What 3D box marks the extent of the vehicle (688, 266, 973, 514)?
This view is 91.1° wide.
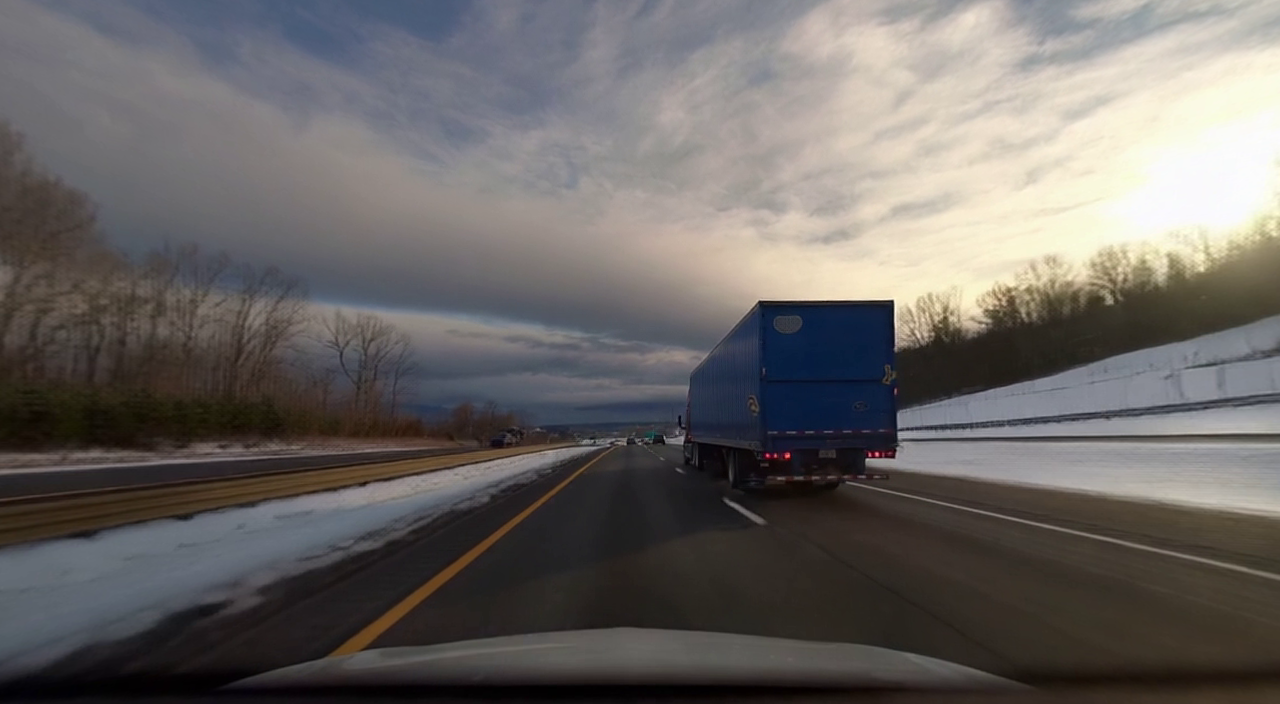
[{"bbox_3d":[3.875,1.748,19.310,3.203,4.273,17.131,0,-8,-1],"label":"vehicle"}]
